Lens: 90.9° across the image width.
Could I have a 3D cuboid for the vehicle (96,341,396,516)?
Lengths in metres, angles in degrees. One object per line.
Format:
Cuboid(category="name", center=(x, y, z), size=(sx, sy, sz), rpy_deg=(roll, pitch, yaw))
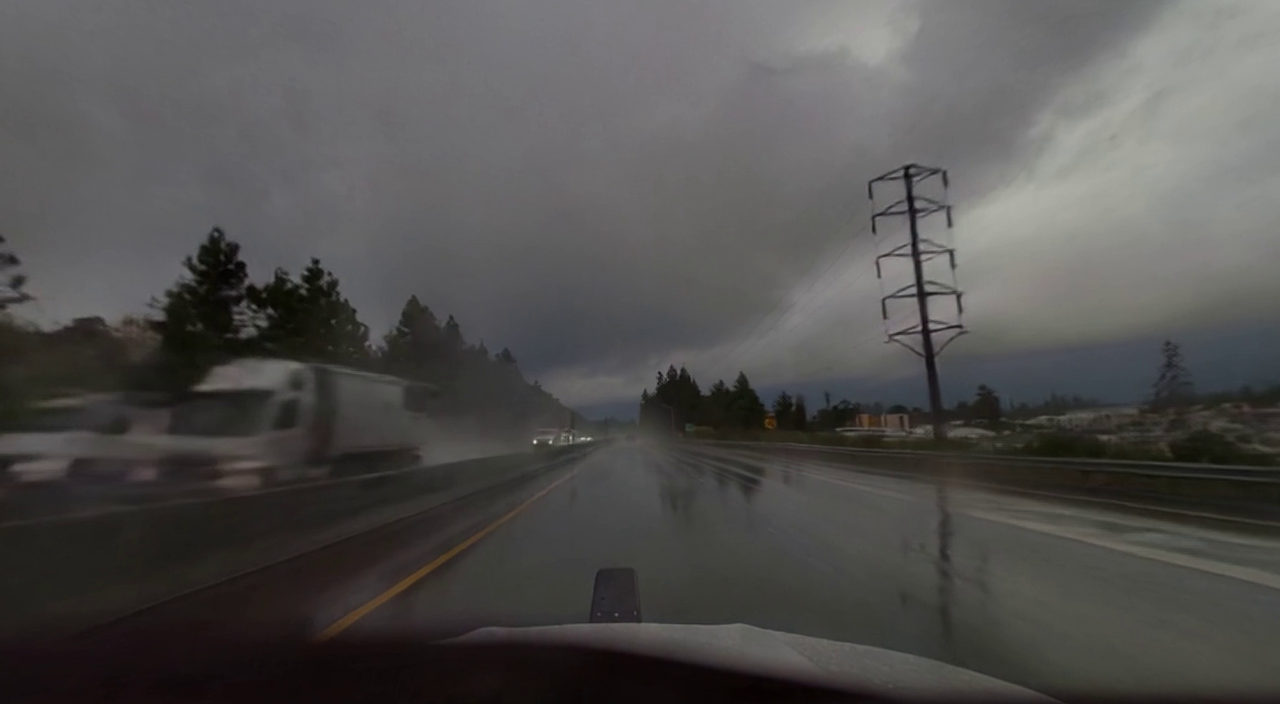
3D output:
Cuboid(category="vehicle", center=(-9.076, 1.959, 16.026), size=(2.646, 3.377, 7.637), rpy_deg=(0, -8, 0))
